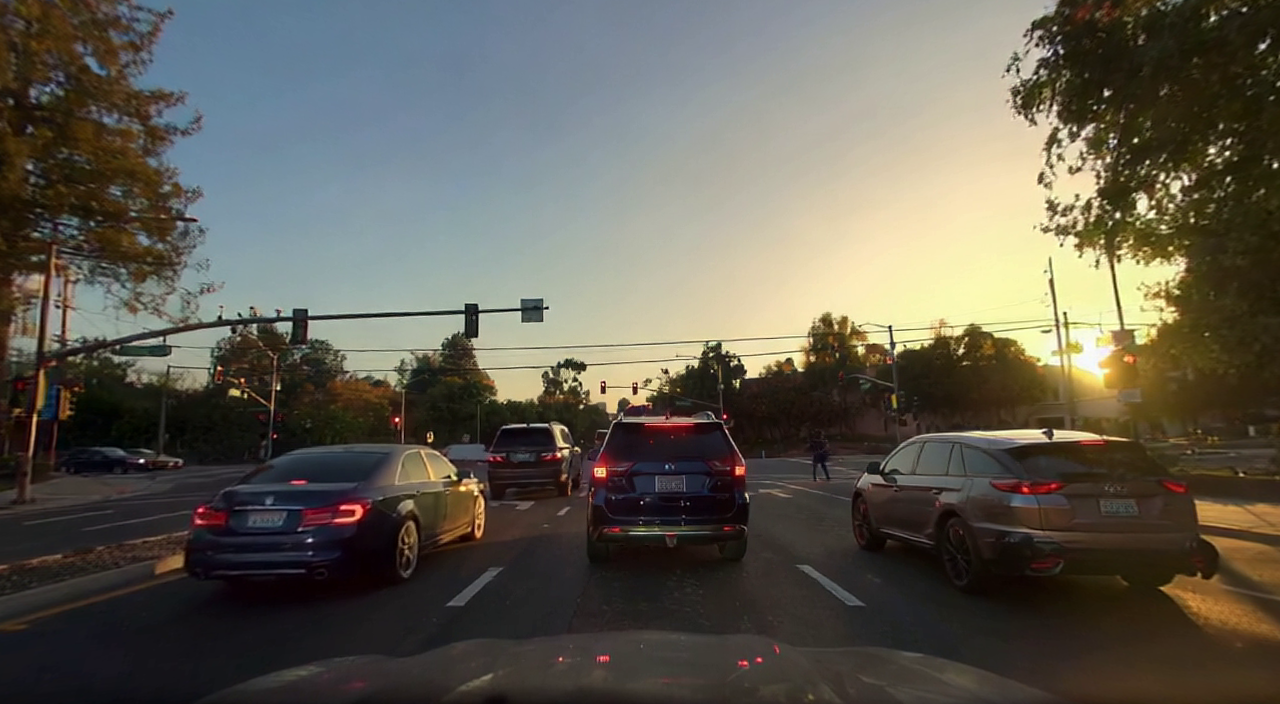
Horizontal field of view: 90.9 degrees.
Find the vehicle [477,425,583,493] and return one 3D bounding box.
[{"bbox_3d":[-3.204,3.289,19.746,2.230,1.834,5.469,0,-8,1],"label":"vehicle"}]

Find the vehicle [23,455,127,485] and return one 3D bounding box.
[{"bbox_3d":[-33.267,6.930,37.160,4.395,1.636,1.926,-1,-8,5],"label":"vehicle"}]

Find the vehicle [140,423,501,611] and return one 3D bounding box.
[{"bbox_3d":[-3.050,1.647,7.274,1.876,1.497,4.308,0,-8,0],"label":"vehicle"}]

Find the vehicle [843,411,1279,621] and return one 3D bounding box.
[{"bbox_3d":[3.925,1.552,6.910,1.954,1.592,3.992,0,-8,-2],"label":"vehicle"}]

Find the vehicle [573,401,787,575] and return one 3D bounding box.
[{"bbox_3d":[0.398,1.706,8.682,2.172,1.764,4.338,0,-8,0],"label":"vehicle"}]
